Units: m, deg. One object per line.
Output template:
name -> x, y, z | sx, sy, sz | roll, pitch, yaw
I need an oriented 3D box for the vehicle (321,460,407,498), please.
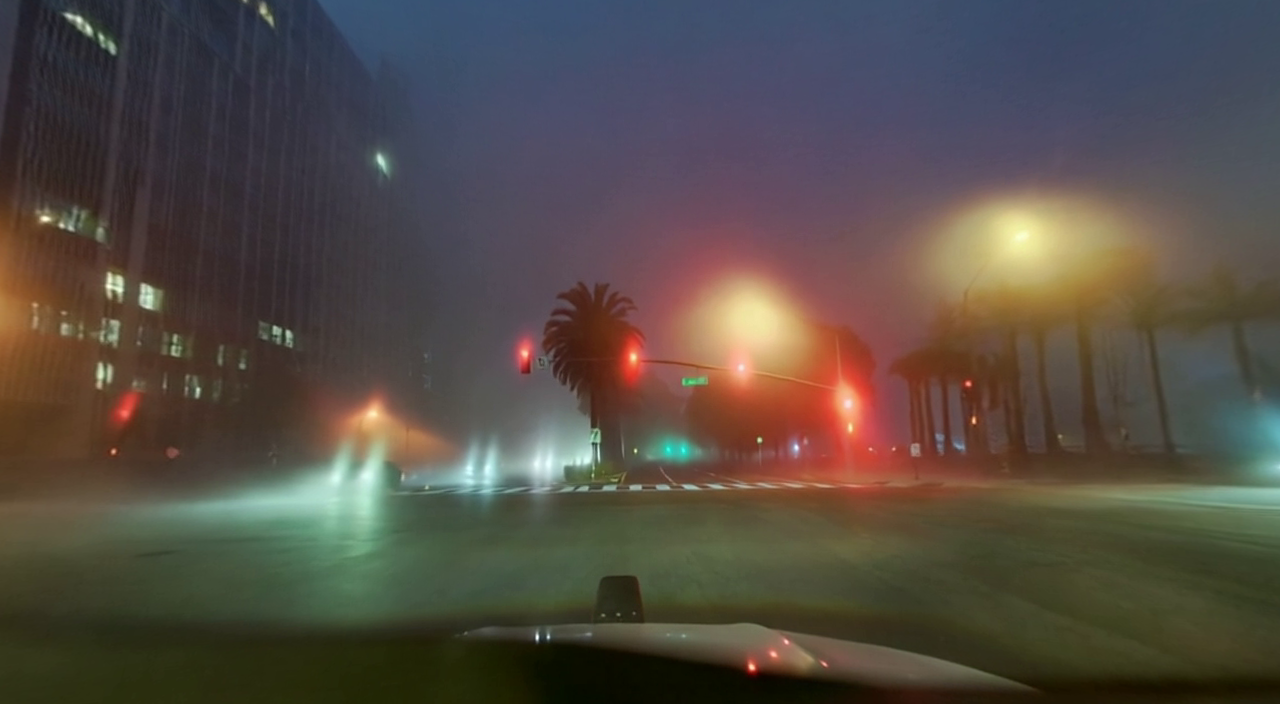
vehicle -> -12.825, 5.902, 29.684 | 2.038, 1.624, 4.292 | 0, -9, 0
